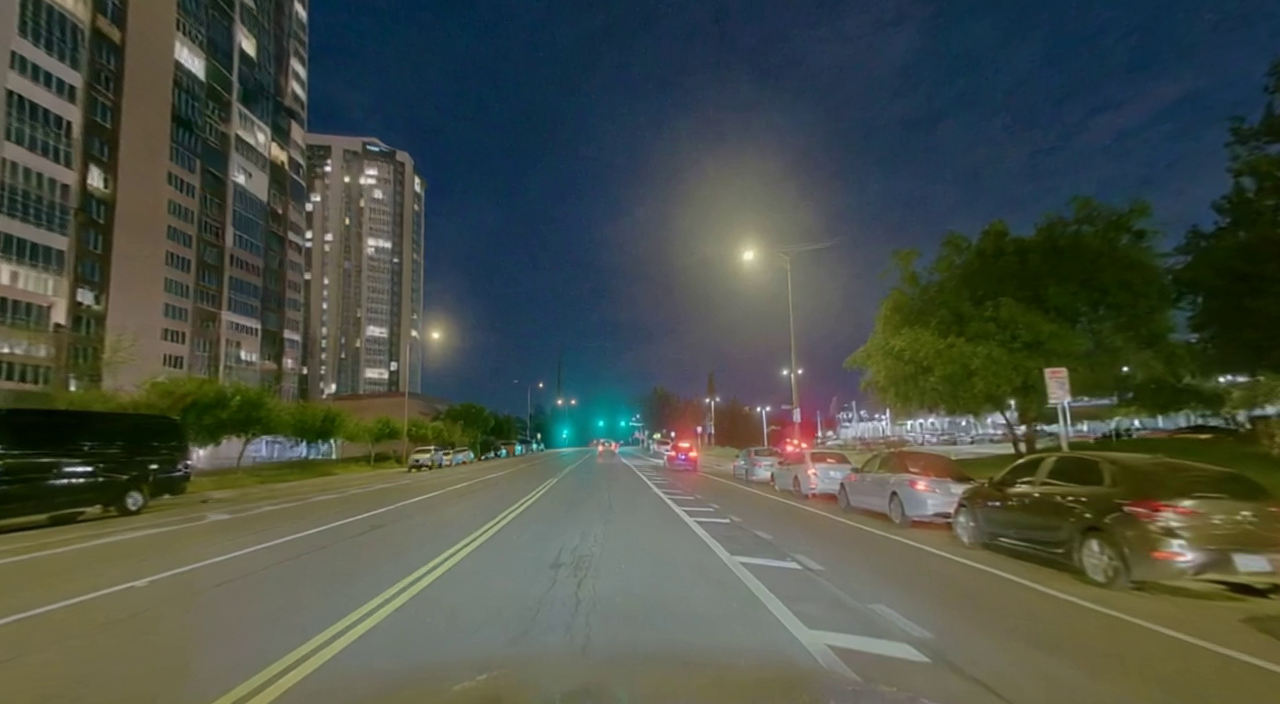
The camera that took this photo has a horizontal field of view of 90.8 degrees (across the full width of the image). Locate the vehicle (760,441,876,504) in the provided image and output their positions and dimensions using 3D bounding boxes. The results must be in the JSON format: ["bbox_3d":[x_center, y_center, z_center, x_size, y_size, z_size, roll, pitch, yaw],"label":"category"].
[{"bbox_3d":[4.665,3.189,17.242,1.797,1.486,4.154,0,-8,-2],"label":"vehicle"}]

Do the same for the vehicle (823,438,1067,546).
[{"bbox_3d":[4.999,2.330,11.313,2.049,1.507,4.585,0,-8,-1],"label":"vehicle"}]

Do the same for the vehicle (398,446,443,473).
[{"bbox_3d":[-14.883,7.308,43.096,1.908,1.694,4.306,1,-8,-6],"label":"vehicle"}]

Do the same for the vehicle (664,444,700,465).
[{"bbox_3d":[3.038,7.500,46.281,2.085,1.466,4.276,1,-8,-3],"label":"vehicle"}]

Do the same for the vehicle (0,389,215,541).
[{"bbox_3d":[-13.110,2.239,12.727,2.917,2.739,9.335,0,-8,-2],"label":"vehicle"}]
